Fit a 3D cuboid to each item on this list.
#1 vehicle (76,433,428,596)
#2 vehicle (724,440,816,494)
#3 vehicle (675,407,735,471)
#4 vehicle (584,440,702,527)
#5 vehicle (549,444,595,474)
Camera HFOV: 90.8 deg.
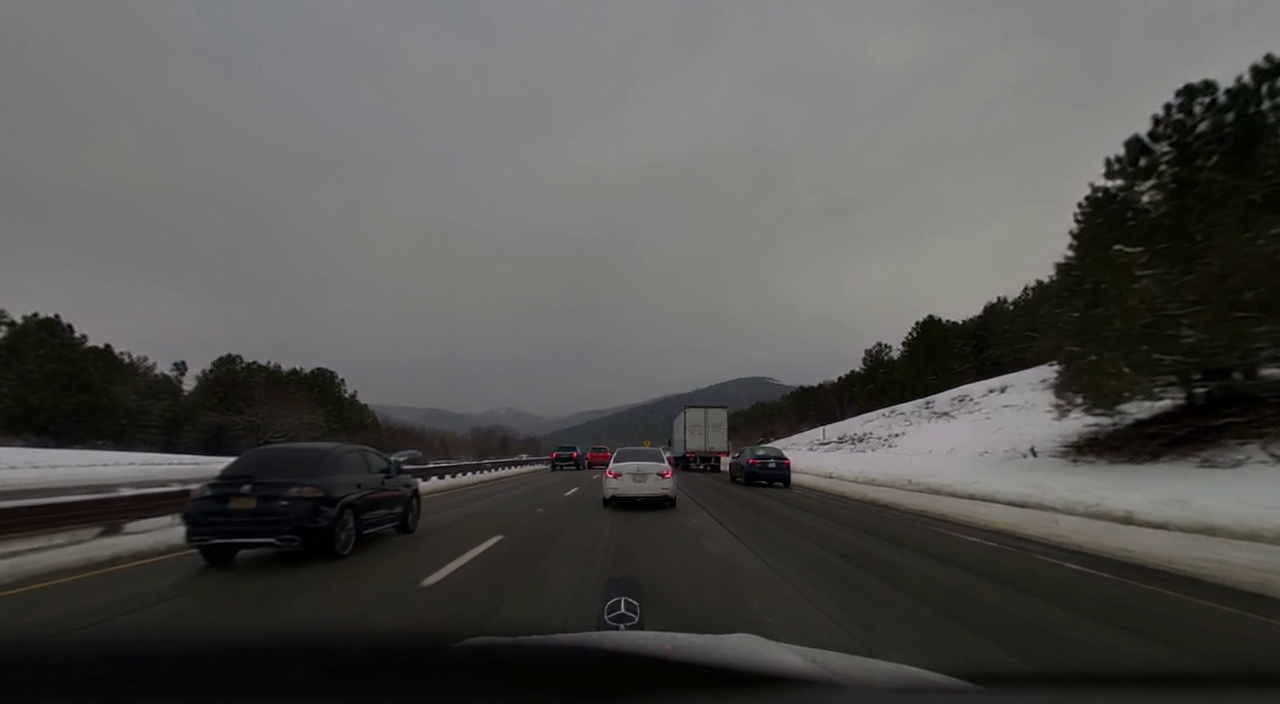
[{"bbox_3d":[-4.258,1.817,7.820,1.848,1.486,3.832,0,-9,1],"label":"vehicle"},{"bbox_3d":[4.183,3.791,21.137,2.029,1.579,4.484,0,-9,-1],"label":"vehicle"},{"bbox_3d":[4.586,6.795,48.301,3.194,4.038,16.301,0,-9,1],"label":"vehicle"},{"bbox_3d":[0.060,2.582,12.815,2.041,1.484,3.535,0,-9,0],"label":"vehicle"},{"bbox_3d":[-4.077,6.488,38.408,2.211,1.669,4.224,0,-9,1],"label":"vehicle"}]
